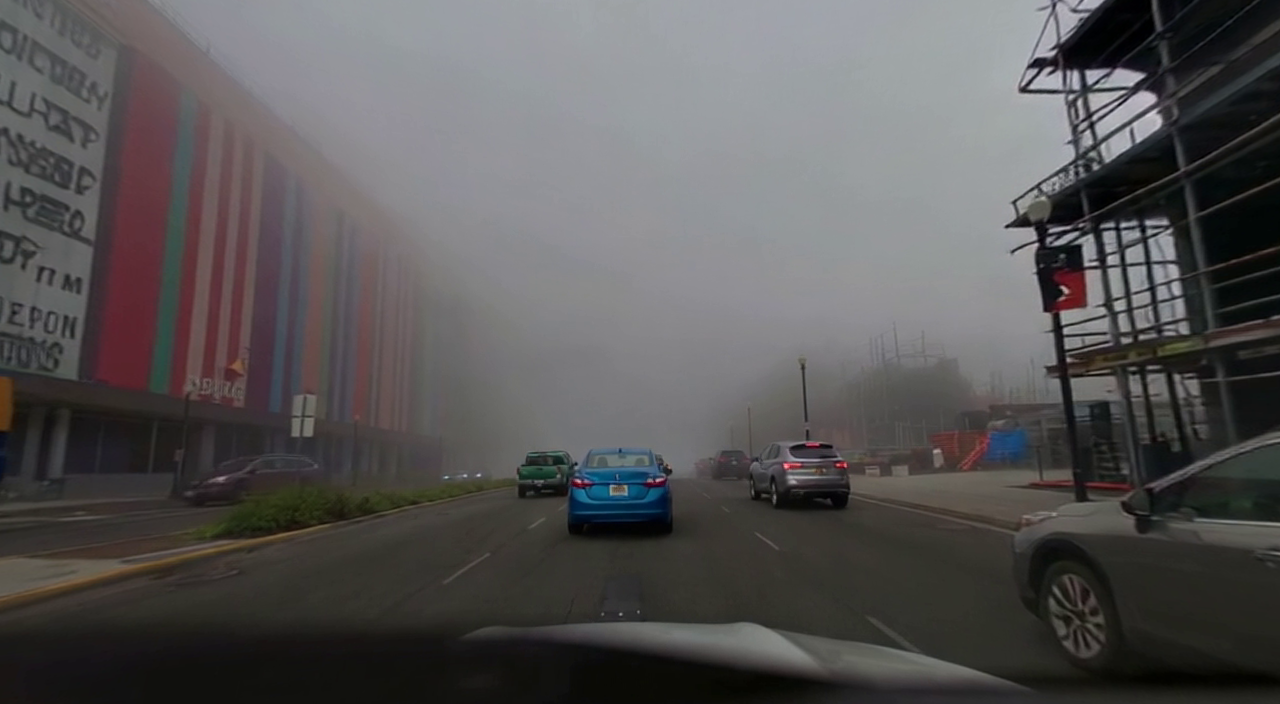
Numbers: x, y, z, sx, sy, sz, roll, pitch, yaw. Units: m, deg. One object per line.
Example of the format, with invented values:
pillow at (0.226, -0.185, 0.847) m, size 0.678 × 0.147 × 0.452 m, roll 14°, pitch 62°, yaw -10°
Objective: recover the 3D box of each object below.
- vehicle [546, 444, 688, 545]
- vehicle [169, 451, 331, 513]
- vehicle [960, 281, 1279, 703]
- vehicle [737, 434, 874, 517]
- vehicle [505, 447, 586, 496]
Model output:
vehicle at (-0.275, 2.464, 11.651) m, size 2.131 × 1.496 × 4.193 m, roll 0°, pitch -8°, yaw 2°
vehicle at (-12.854, 4.273, 21.311) m, size 2.136 × 1.764 × 4.855 m, roll -1°, pitch -9°, yaw 3°
vehicle at (3.541, 0.666, 2.110) m, size 2.182 × 1.954 × 5.341 m, roll 0°, pitch -9°, yaw 1°
vehicle at (4.041, 3.098, 16.460) m, size 2.185 × 1.797 × 4.934 m, roll 0°, pitch -9°, yaw 0°
vehicle at (-3.513, 4.511, 24.303) m, size 2.201 × 1.691 × 4.305 m, roll -1°, pitch -9°, yaw 4°
